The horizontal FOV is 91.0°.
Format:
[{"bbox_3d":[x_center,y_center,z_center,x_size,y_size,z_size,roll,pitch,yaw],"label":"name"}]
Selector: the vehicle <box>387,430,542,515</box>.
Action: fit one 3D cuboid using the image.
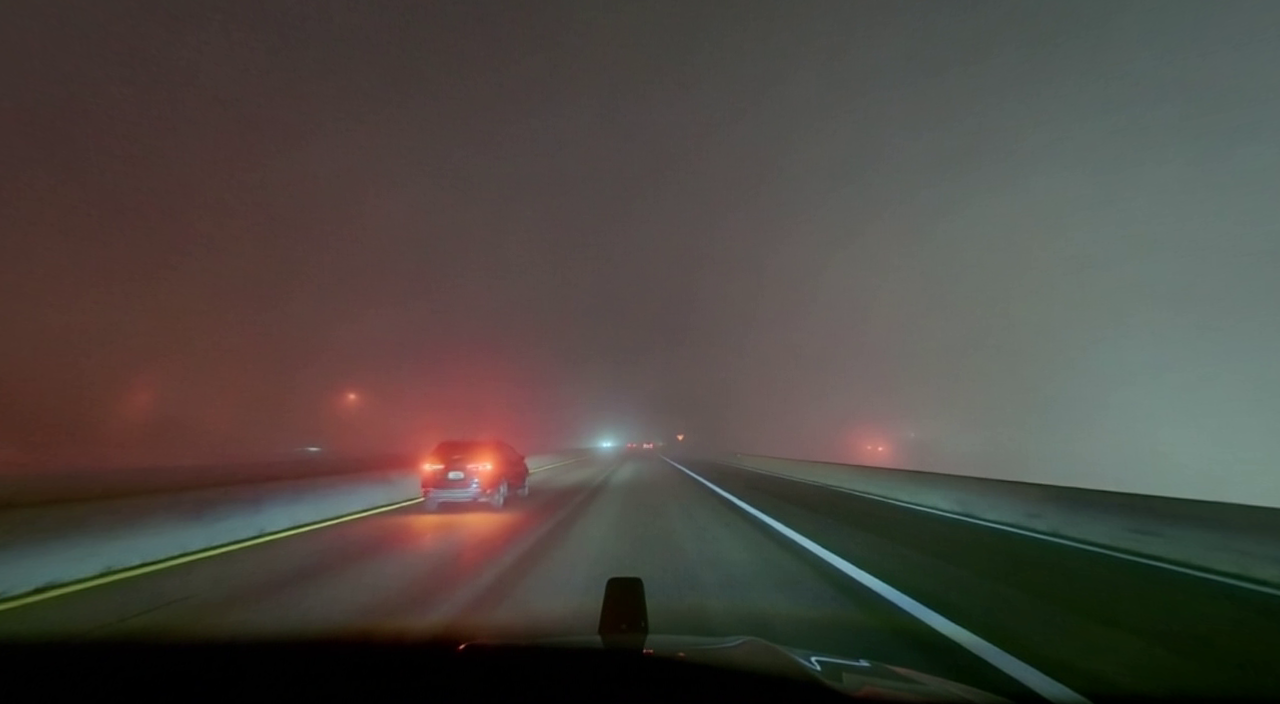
[{"bbox_3d":[-3.537,2.509,13.658,2.051,1.531,4.250,0,-8,1],"label":"vehicle"}]
